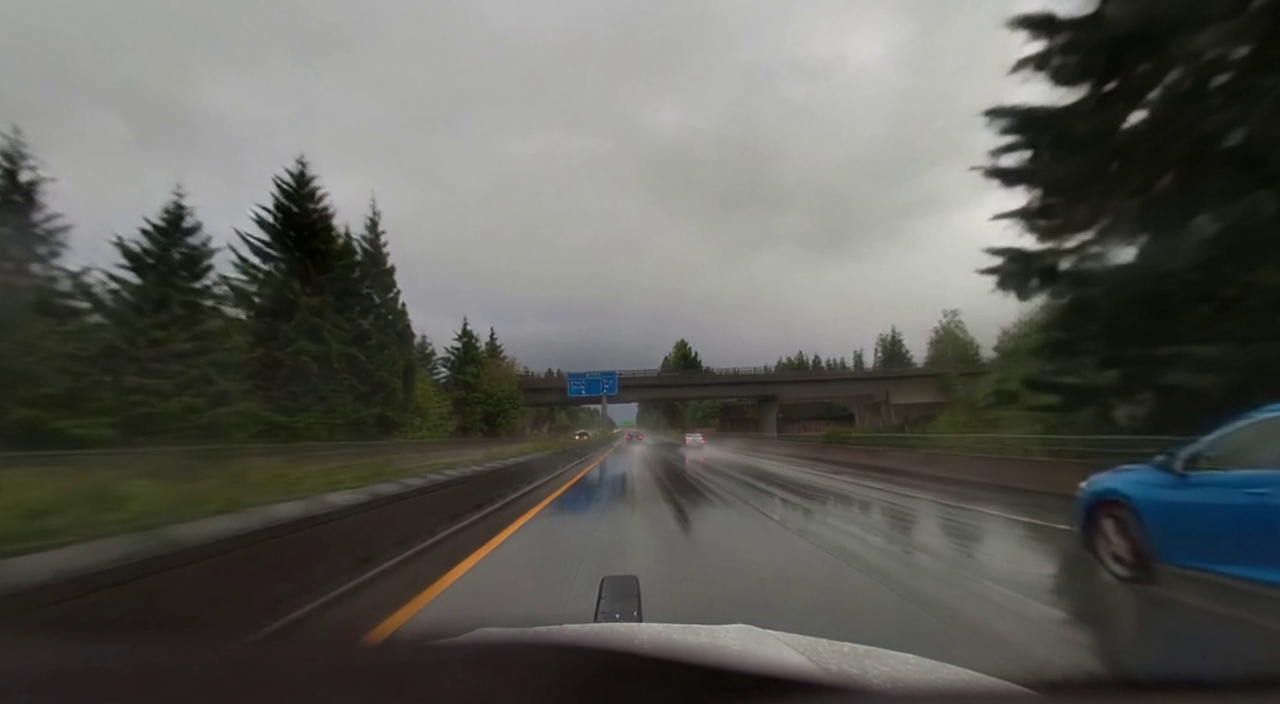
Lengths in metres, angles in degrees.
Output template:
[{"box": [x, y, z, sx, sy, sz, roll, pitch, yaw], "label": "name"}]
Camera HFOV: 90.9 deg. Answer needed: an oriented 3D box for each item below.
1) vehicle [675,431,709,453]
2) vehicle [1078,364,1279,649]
[{"box": [3.821, 6.681, 46.994, 2.010, 1.526, 4.438, 0, -8, -3], "label": "vehicle"}, {"box": [4.790, 0.843, 3.227, 2.073, 1.651, 4.065, 0, -8, -1], "label": "vehicle"}]
